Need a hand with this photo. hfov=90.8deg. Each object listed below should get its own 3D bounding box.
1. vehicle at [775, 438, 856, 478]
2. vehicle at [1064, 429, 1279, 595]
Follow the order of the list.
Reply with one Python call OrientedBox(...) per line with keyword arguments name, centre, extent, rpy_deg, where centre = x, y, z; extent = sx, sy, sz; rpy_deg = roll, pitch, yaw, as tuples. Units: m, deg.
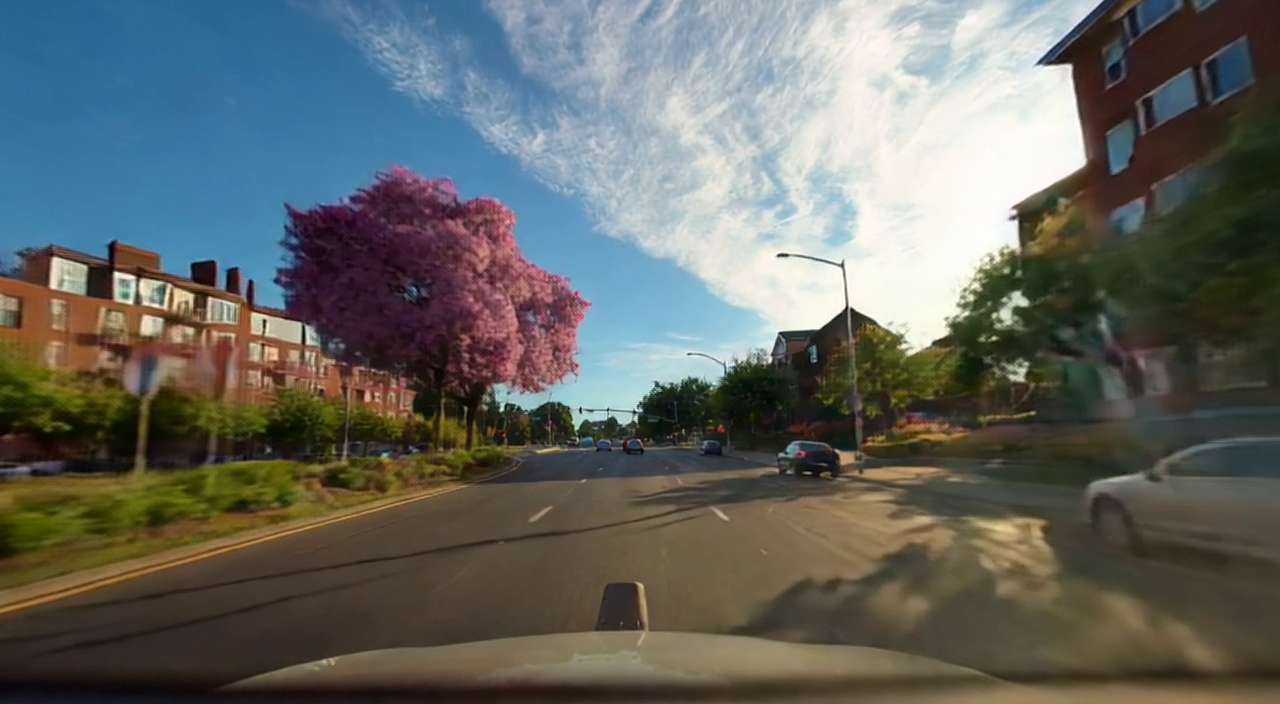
OrientedBox(name="vehicle", centre=(6.919, 4.226, 25.443), extent=(2.032, 1.449, 4.413), rpy_deg=(0, -8, 0))
OrientedBox(name="vehicle", centre=(6.620, 1.449, 5.807), extent=(1.891, 1.456, 4.909), rpy_deg=(0, -8, -2))
